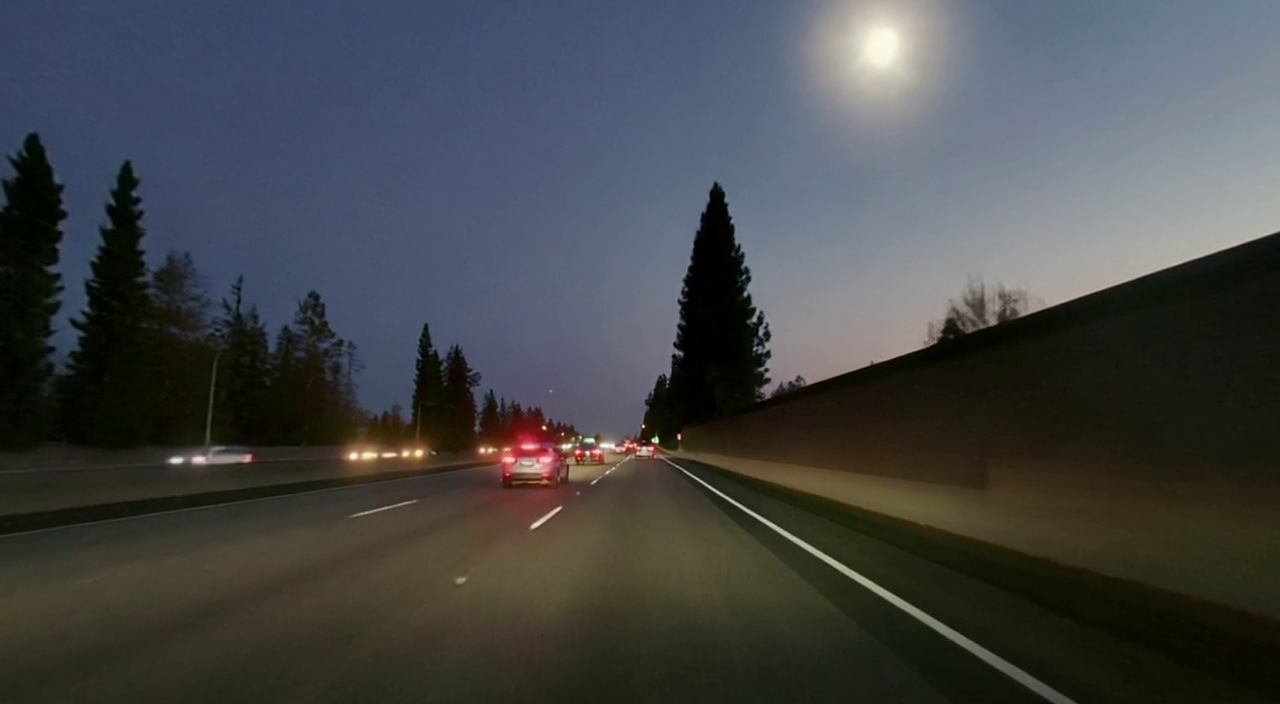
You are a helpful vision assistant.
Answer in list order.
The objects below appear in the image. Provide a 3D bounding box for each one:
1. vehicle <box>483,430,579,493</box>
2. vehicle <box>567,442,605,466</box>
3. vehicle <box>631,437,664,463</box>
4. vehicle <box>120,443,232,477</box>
[{"bbox_3d":[-3.152,3.261,19.096,2.056,1.679,4.204,0,-8,1],"label":"vehicle"},{"bbox_3d":[-3.458,6.603,40.783,2.055,1.431,3.921,0,-8,2],"label":"vehicle"},{"bbox_3d":[0.535,7.240,46.360,2.285,1.797,4.478,0,-8,0],"label":"vehicle"},{"bbox_3d":[-27.995,6.501,38.214,2.338,1.906,5.757,0,-8,2],"label":"vehicle"}]
